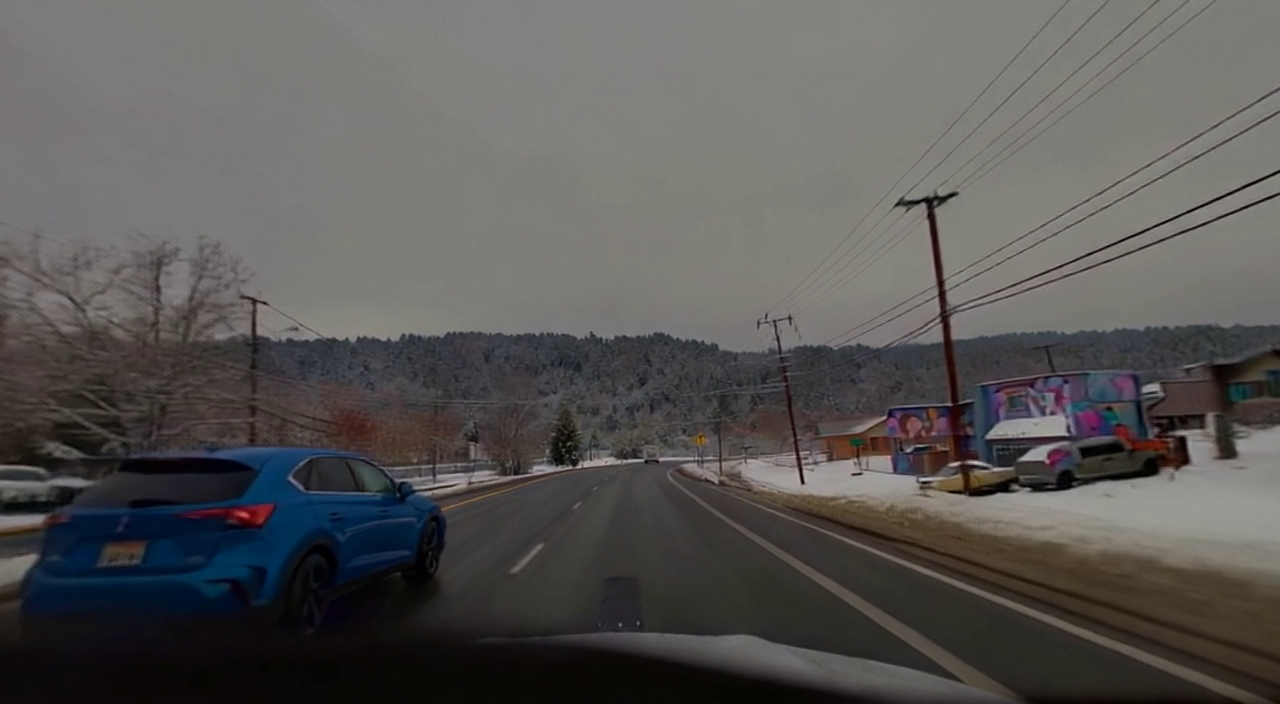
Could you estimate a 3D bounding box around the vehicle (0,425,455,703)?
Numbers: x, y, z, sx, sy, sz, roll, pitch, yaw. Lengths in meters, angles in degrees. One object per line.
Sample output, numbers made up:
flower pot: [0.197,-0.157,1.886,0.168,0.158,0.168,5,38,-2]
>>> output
vehicle: [-3.031,1.382,4.826,1.972,1.496,4.150,0,-9,0]

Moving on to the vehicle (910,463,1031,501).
vehicle: [16.829,6.635,32.389,4.995,1.794,2.020,-1,-9,4]

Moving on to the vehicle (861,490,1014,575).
vehicle: [7.282,4.438,15.992,1.976,1.563,3.852,0,-9,0]

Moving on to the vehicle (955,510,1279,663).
vehicle: [7.127,3.512,10.216,1.791,1.445,4.412,0,-9,0]
